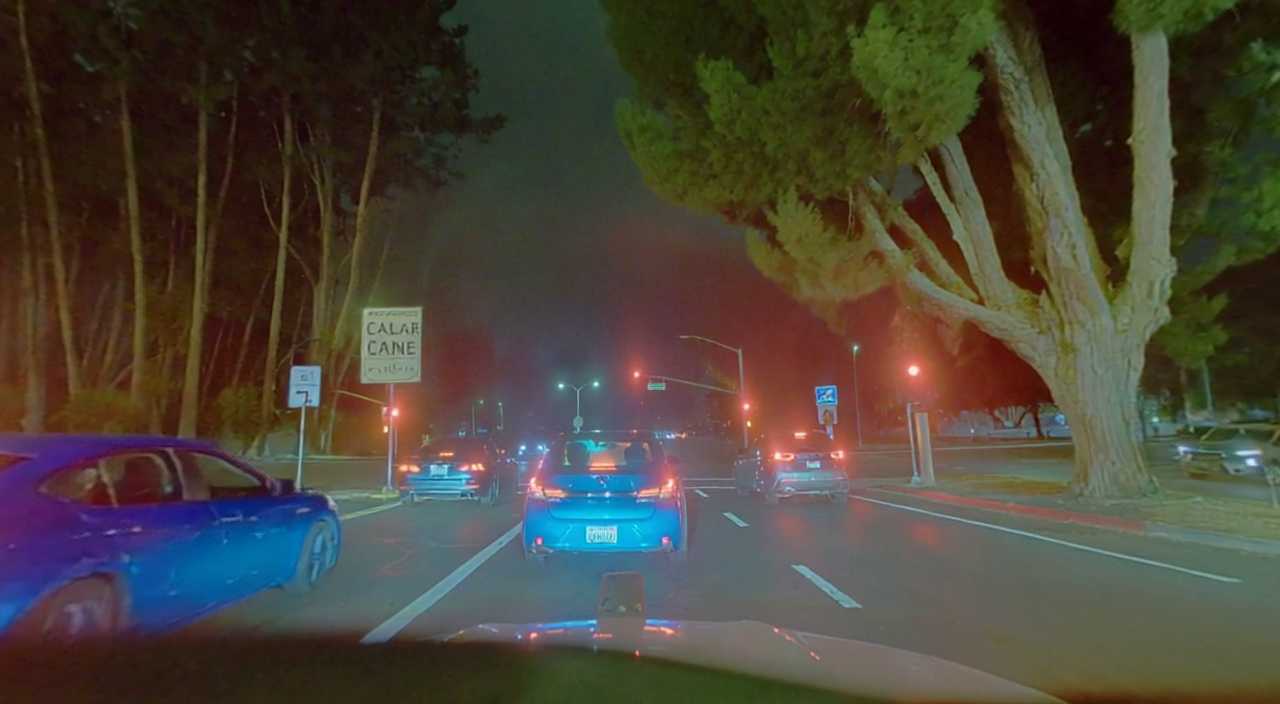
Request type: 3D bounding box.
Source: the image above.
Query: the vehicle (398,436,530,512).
[{"bbox_3d":[-3.778,2.669,14.309,1.998,1.452,3.773,0,-8,-2],"label":"vehicle"}]

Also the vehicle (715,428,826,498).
[{"bbox_3d":[3.432,3.005,17.511,2.028,1.678,4.220,0,-8,-2],"label":"vehicle"}]

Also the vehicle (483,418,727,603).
[{"bbox_3d":[-0.357,1.642,7.479,2.045,1.533,4.183,0,-8,-2],"label":"vehicle"}]

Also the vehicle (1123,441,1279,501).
[{"bbox_3d":[15.178,3.029,16.267,3.951,1.418,1.842,0,-8,-3],"label":"vehicle"}]

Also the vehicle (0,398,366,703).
[{"bbox_3d":[-3.771,1.160,4.092,2.074,1.485,4.395,0,-8,-1],"label":"vehicle"}]
